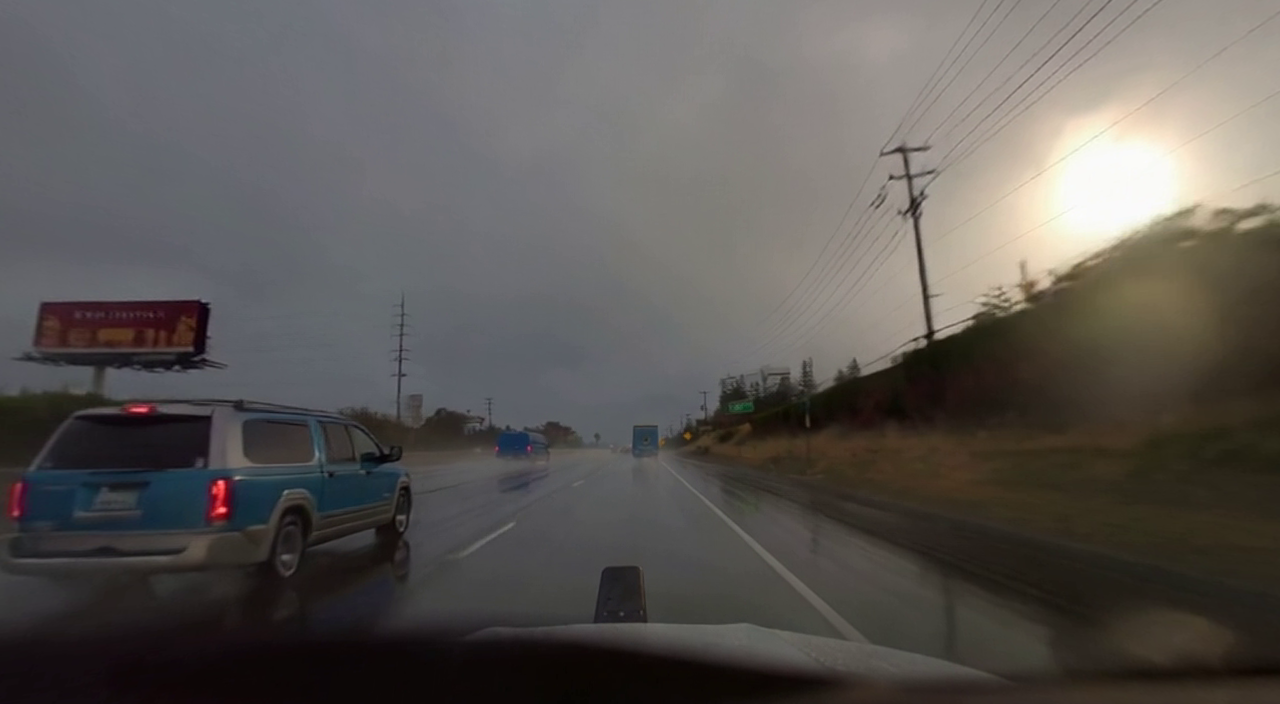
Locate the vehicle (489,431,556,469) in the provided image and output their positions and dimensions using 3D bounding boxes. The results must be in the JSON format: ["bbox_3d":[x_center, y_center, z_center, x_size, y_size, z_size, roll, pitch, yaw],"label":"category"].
[{"bbox_3d":[-6.935,5.936,38.123,2.695,2.084,6.836,0,-8,1],"label":"vehicle"}]

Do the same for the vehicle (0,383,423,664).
[{"bbox_3d":[-4.113,1.407,6.328,2.145,1.730,4.729,0,-8,0],"label":"vehicle"}]

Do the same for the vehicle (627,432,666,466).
[{"bbox_3d":[0.428,7.128,46.270,2.692,2.279,5.695,0,-8,0],"label":"vehicle"}]
